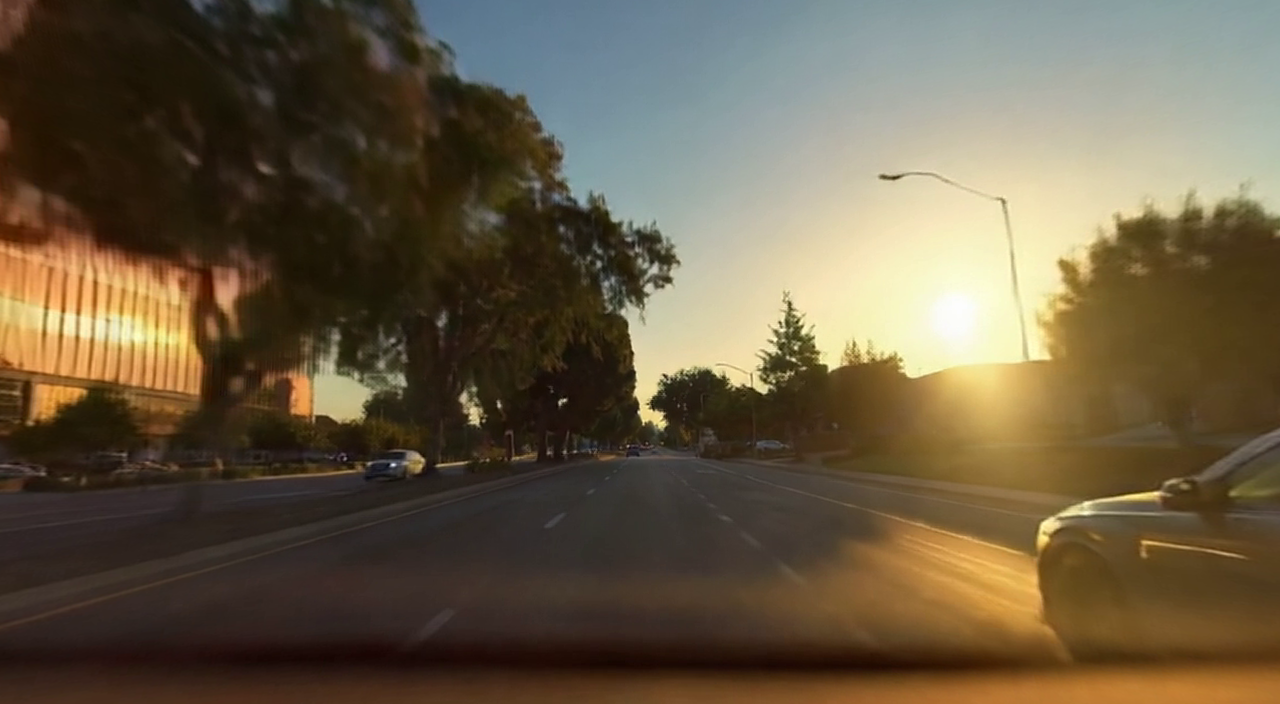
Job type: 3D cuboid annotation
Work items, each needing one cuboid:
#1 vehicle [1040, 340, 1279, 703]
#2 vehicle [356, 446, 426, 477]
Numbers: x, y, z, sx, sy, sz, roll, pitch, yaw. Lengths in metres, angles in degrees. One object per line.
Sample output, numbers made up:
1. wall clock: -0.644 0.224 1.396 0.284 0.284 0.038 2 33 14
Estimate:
1. vehicle: 3.267 0.659 1.167 2.090 1.685 4.436 0 -9 0
2. vehicle: -16.845 7.395 42.906 2.193 1.936 5.819 0 -9 2
